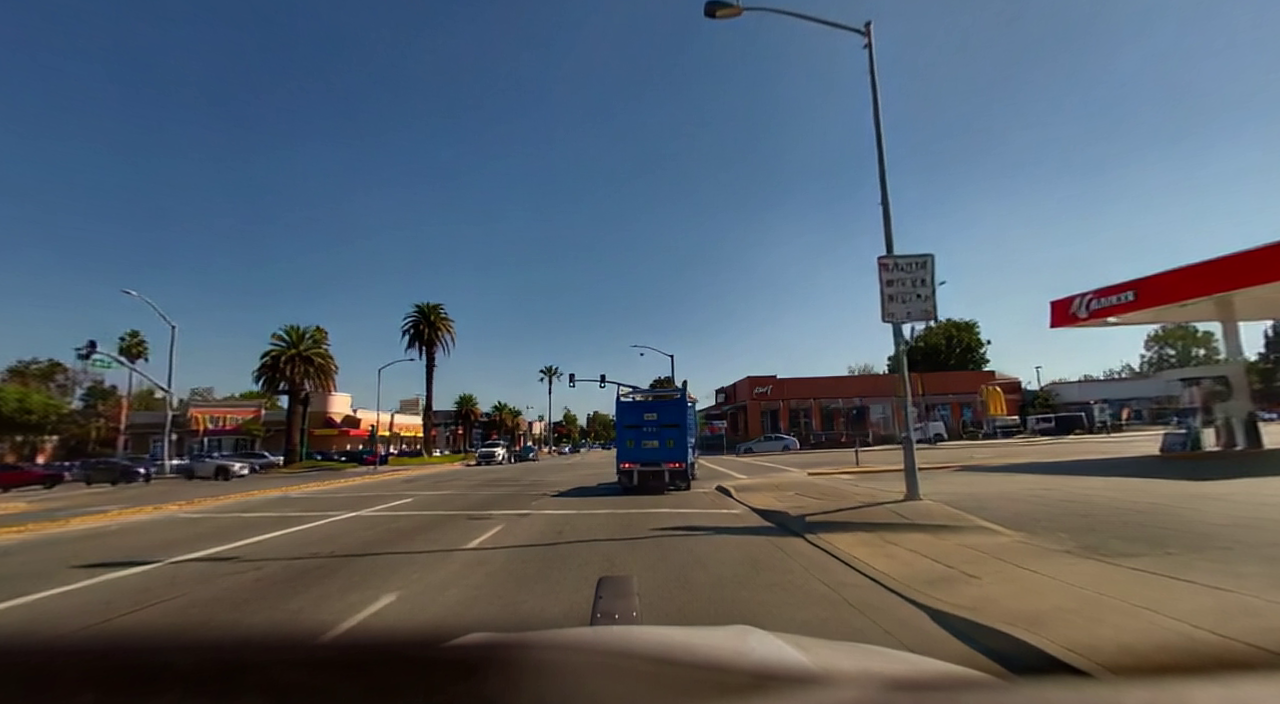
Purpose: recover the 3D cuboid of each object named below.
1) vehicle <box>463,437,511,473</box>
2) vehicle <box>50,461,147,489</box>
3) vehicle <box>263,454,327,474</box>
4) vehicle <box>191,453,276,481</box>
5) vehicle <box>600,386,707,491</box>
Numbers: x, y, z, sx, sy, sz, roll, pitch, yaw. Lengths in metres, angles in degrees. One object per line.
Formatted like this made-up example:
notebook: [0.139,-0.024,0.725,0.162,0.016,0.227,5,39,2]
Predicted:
vehicle: [-7.728,5.230,32.228,1.997,1.679,4.263,1,-9,-9]
vehicle: [-31.318,7.103,36.728,1.766,1.428,4.337,0,-8,0]
vehicle: [-26.205,8.491,48.032,3.721,1.450,1.824,0,-8,1]
vehicle: [-27.763,7.833,43.250,4.583,1.556,1.893,-3,-6,-1]
vehicle: [0.672,2.910,21.127,2.463,2.954,5.938,-2,-9,12]
